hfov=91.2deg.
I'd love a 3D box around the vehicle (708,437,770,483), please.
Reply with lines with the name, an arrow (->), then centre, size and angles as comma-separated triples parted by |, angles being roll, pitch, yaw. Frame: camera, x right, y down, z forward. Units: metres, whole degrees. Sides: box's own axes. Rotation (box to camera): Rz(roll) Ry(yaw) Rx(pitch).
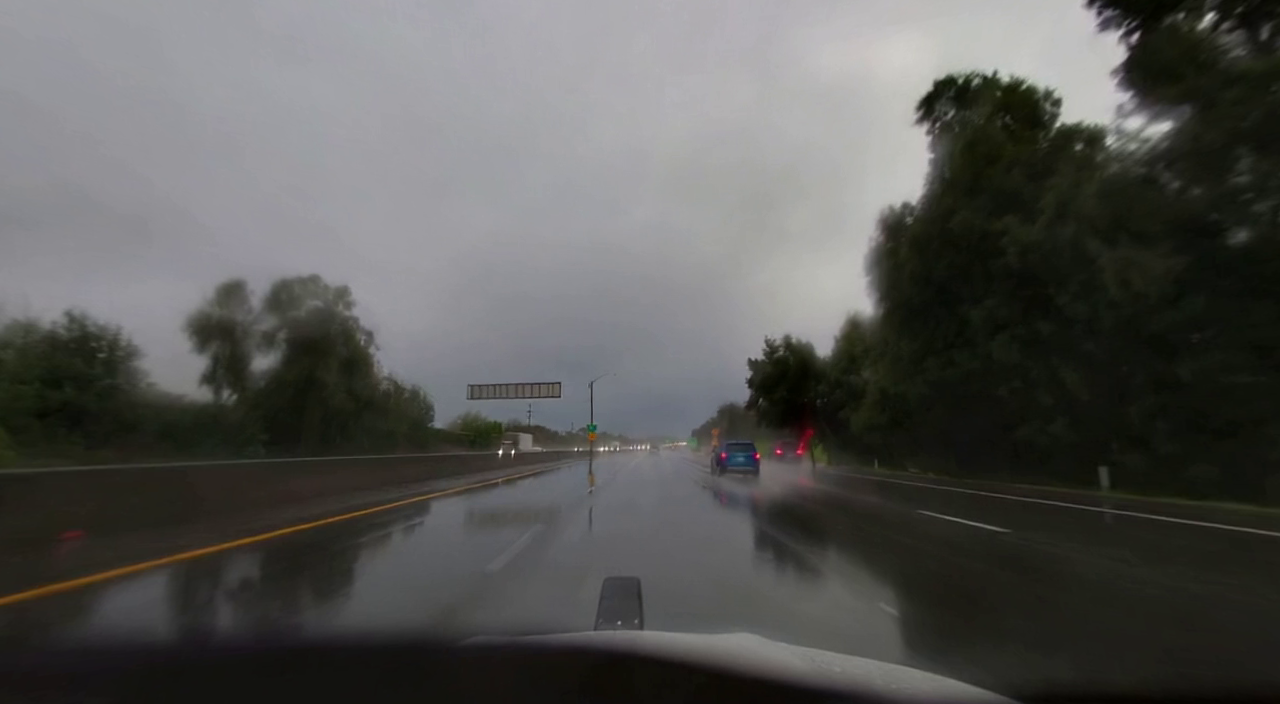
vehicle -> 4.038, 4.484, 26.232 | 1.784, 1.733, 4.141 | 0, -9, -2

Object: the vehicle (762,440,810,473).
vehicle -> 8.642, 6.222, 37.483 | 1.898, 1.798, 3.805 | 0, -9, -1
